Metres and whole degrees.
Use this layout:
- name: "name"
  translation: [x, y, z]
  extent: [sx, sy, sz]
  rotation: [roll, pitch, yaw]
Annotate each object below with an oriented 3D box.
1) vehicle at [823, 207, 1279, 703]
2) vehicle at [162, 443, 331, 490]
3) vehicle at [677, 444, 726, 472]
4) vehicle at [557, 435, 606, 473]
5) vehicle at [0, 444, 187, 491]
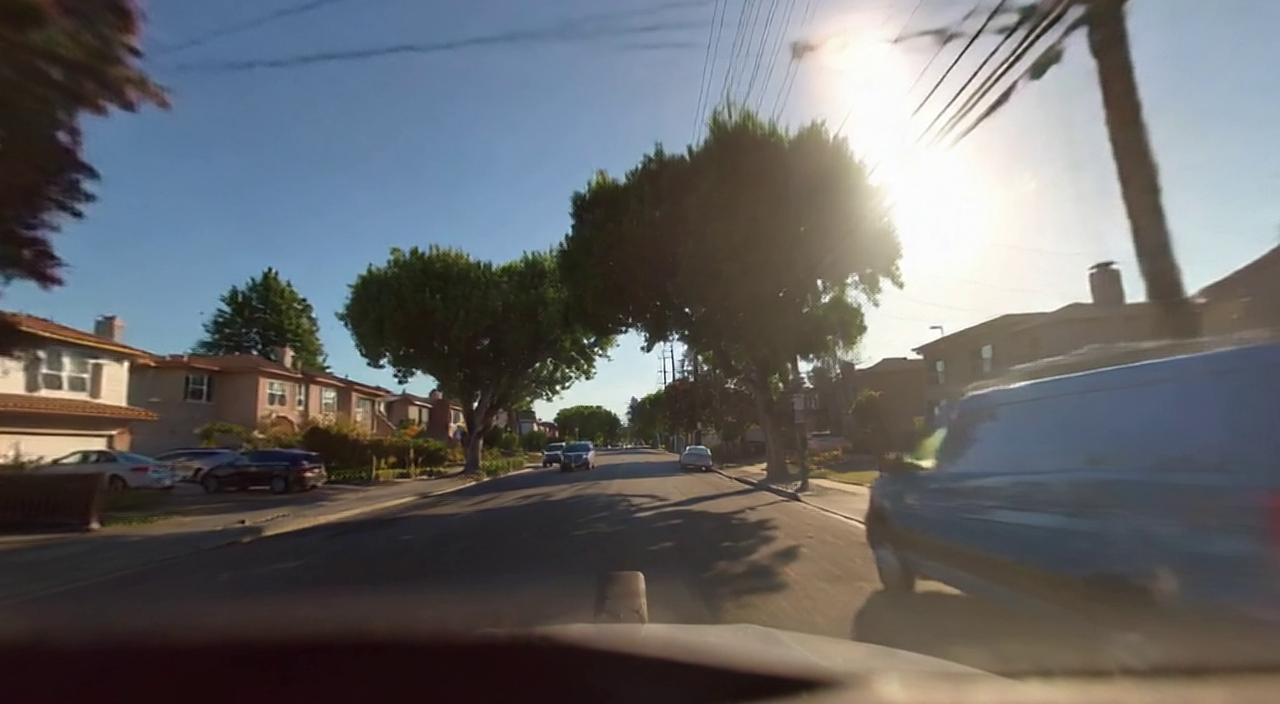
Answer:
- name: "vehicle"
  translation: [3.030, 0.870, 3.618]
  extent: [2.311, 2.069, 5.156]
  rotation: [0, -9, -1]
- name: "vehicle"
  translation: [-13.268, 3.878, 21.545]
  extent: [4.443, 1.475, 1.932]
  rotation: [0, -9, -2]
- name: "vehicle"
  translation: [3.308, 5.809, 34.958]
  extent: [1.944, 1.439, 4.500]
  rotation: [0, -9, -4]
- name: "vehicle"
  translation: [-3.017, 5.423, 33.671]
  extent: [2.032, 1.836, 4.520]
  rotation: [-1, -9, 2]
- name: "vehicle"
  translation: [-18.502, 3.903, 21.500]
  extent: [4.615, 1.482, 2.073]
  rotation: [-1, -8, 2]
